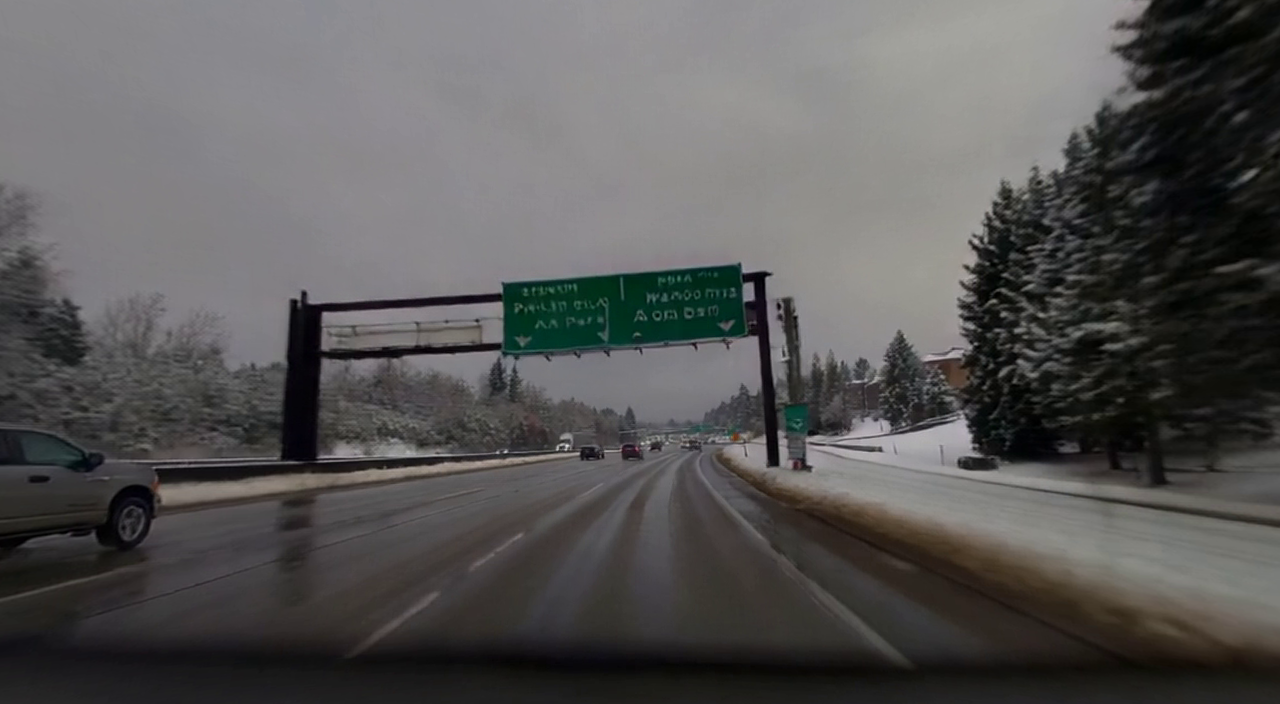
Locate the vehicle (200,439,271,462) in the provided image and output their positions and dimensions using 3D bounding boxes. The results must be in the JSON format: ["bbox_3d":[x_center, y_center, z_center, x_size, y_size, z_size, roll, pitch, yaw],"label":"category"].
[{"bbox_3d":[-28.707,6.990,44.914,1.843,1.589,4.515,-1,-8,4],"label":"vehicle"}]

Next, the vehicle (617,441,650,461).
[{"bbox_3d":[-0.455,7.765,49.386,2.112,1.489,4.266,-1,-8,5],"label":"vehicle"}]

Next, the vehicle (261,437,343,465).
[{"bbox_3d":[-21.544,6.341,40.541,2.046,1.608,5.332,-1,-8,4],"label":"vehicle"}]

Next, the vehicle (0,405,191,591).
[{"bbox_3d":[-6.651,1.264,5.394,1.923,1.630,4.857,0,-8,2],"label":"vehicle"}]
